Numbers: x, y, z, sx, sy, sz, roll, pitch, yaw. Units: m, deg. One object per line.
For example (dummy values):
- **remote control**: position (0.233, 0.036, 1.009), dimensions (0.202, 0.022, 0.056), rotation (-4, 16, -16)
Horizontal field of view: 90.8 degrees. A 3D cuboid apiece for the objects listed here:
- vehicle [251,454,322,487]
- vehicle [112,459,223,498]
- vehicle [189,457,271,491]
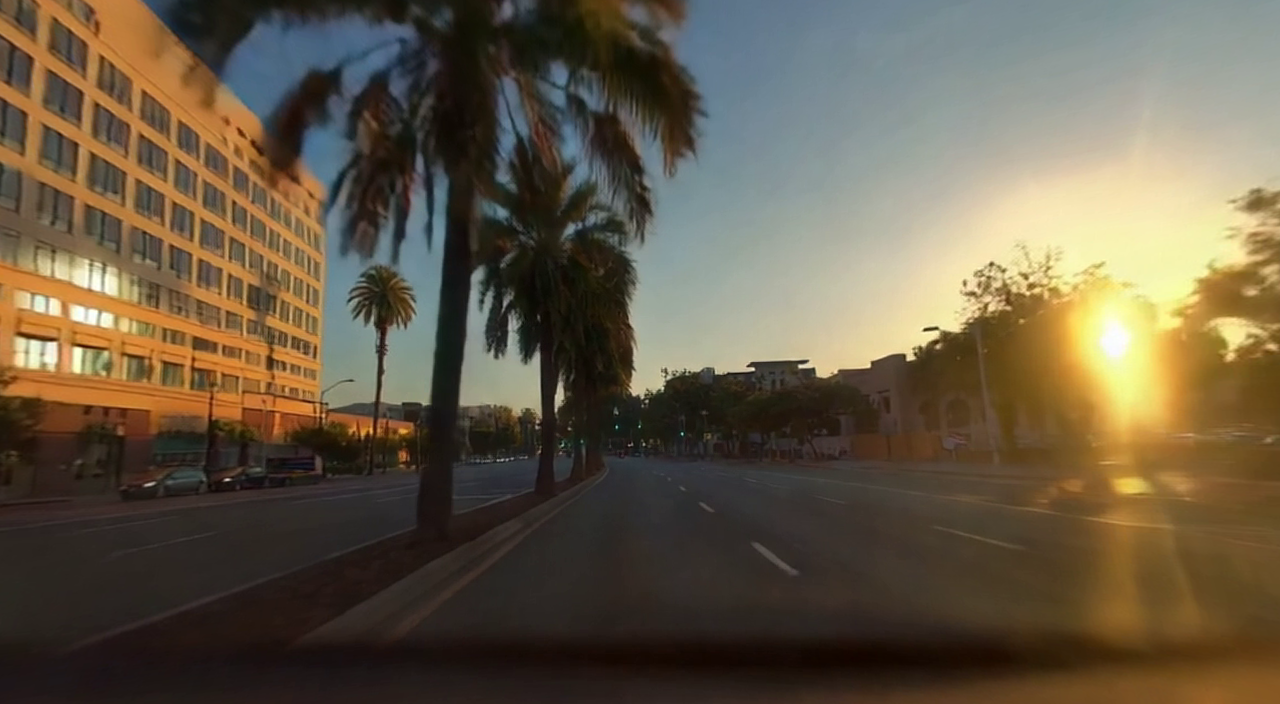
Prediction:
- **vehicle**: position (-25.789, 8.602, 46.307), dimensions (2.291, 2.040, 5.186), rotation (-3, -8, -1)
- **vehicle**: position (-25.416, 6.787, 34.294), dimensions (2.099, 1.814, 5.092), rotation (0, -8, -1)
- **vehicle**: position (-25.811, 7.682, 40.056), dimensions (2.136, 1.843, 5.019), rotation (0, -8, -5)
